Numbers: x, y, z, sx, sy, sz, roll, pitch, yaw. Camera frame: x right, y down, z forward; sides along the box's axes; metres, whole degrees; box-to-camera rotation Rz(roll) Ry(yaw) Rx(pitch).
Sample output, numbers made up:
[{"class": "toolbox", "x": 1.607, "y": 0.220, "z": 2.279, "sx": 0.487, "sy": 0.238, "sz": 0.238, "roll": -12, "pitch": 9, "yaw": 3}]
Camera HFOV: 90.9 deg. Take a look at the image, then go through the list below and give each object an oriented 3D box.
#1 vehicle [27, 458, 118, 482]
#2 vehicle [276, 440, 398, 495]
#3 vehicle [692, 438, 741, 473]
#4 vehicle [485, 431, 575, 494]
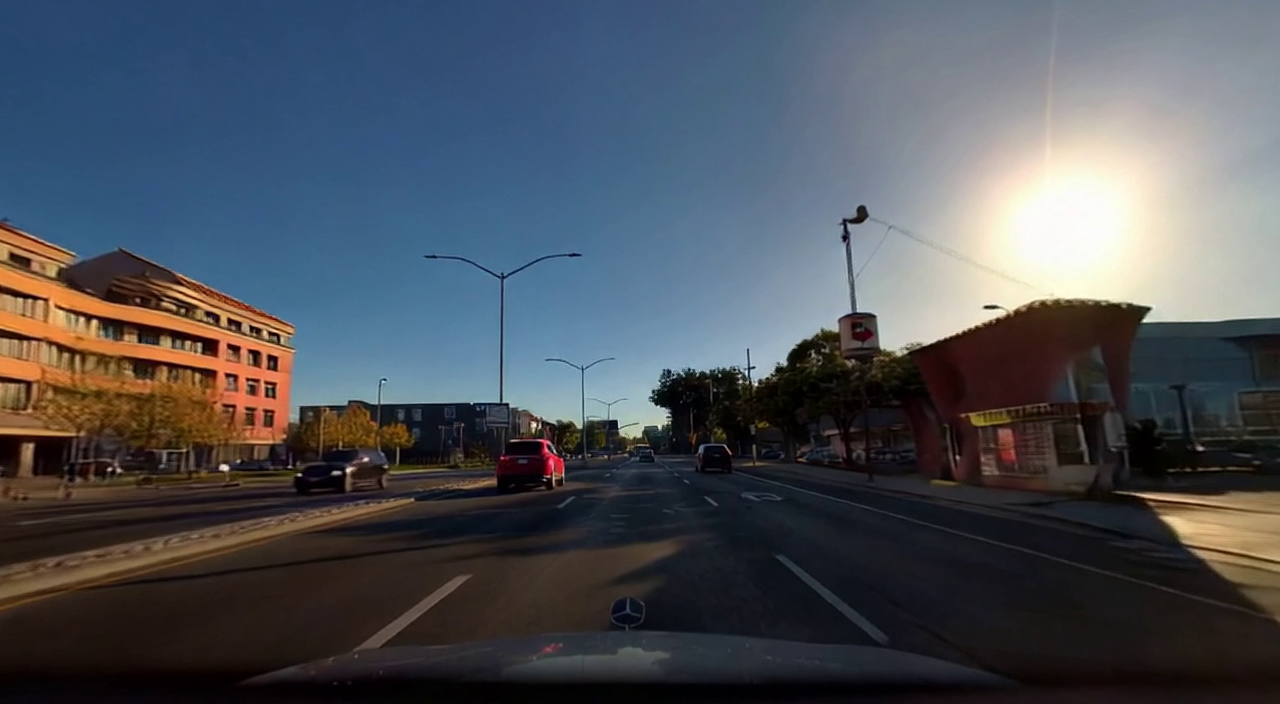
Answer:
[{"class": "vehicle", "x": -39.512, "y": 8.208, "z": 44.065, "sx": 1.836, "sy": 1.447, "sz": 4.790, "roll": 0, "pitch": -8, "yaw": 1}, {"class": "vehicle", "x": -10.545, "y": 4.023, "z": 22.417, "sx": 2.098, "sy": 1.749, "sz": 4.584, "roll": 0, "pitch": -8, "yaw": -1}, {"class": "vehicle", "x": 4.104, "y": 5.630, "z": 34.615, "sx": 2.083, "sy": 1.779, "sz": 4.347, "roll": 0, "pitch": -8, "yaw": -1}, {"class": "vehicle", "x": -3.450, "y": 3.561, "z": 20.690, "sx": 2.047, "sy": 1.810, "sz": 4.414, "roll": 0, "pitch": -8, "yaw": 1}]
